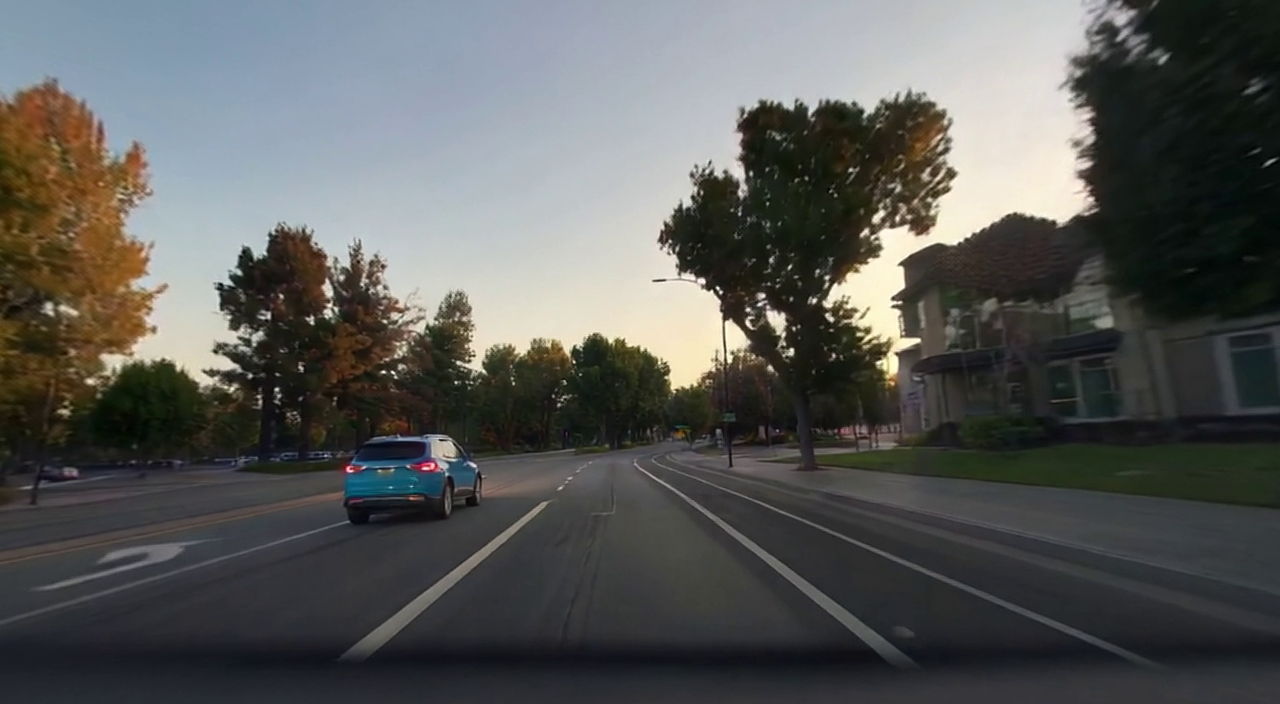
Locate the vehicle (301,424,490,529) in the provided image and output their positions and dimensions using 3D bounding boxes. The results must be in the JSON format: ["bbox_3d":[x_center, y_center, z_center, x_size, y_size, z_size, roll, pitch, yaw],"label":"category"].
[{"bbox_3d":[-4.596,2.410,12.775,2.121,1.724,4.392,0,-9,-1],"label":"vehicle"}]
